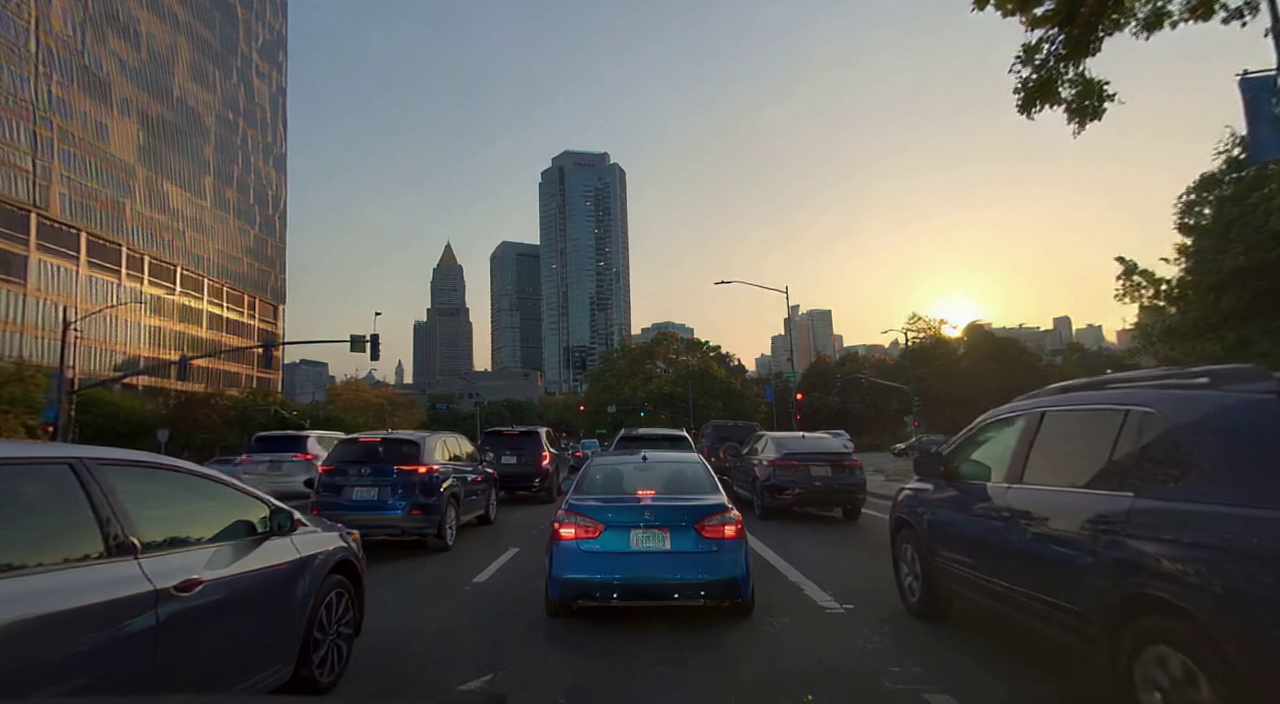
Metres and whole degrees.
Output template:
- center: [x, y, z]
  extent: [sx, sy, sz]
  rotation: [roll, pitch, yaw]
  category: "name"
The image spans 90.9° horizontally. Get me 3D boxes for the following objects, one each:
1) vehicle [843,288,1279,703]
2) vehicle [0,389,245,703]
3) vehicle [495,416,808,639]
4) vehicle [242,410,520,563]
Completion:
- center: [3.049, 0.974, 3.842]
  extent: [2.108, 1.785, 4.334]
  rotation: [0, -9, -1]
  category: "vehicle"
- center: [-3.397, 0.745, 1.234]
  extent: [2.144, 1.505, 4.635]
  rotation: [-1, -9, 2]
  category: "vehicle"
- center: [0.074, 1.507, 6.391]
  extent: [2.147, 1.507, 3.953]
  rotation: [0, -8, 0]
  category: "vehicle"
- center: [-3.381, 1.870, 9.494]
  extent: [2.168, 1.719, 4.561]
  rotation: [-1, -9, 1]
  category: "vehicle"
